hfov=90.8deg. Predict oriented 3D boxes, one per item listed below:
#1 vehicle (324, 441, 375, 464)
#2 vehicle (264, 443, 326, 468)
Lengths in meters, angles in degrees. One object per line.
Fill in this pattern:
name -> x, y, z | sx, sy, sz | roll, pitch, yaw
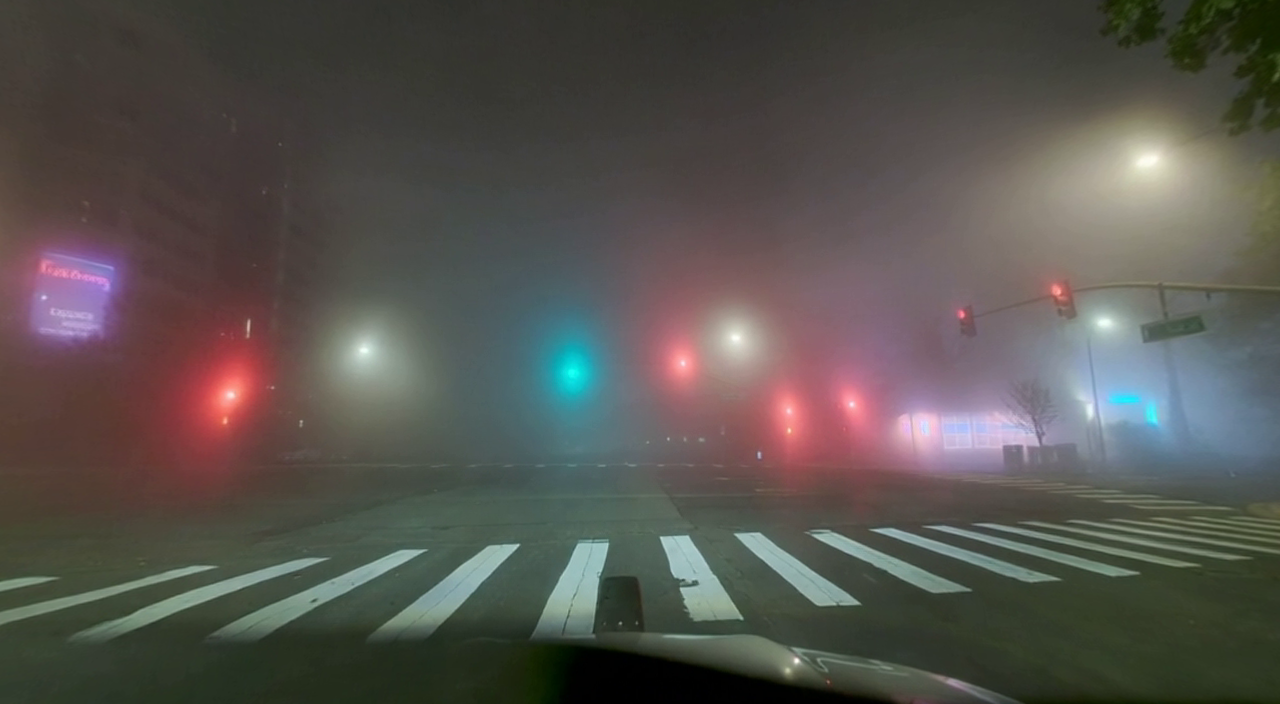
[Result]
vehicle -> -22.441, 7.775, 48.986 | 2.023, 1.706, 4.756 | 1, -9, -6
vehicle -> -21.828, 6.555, 40.145 | 2.005, 1.496, 4.020 | 1, -9, -6
